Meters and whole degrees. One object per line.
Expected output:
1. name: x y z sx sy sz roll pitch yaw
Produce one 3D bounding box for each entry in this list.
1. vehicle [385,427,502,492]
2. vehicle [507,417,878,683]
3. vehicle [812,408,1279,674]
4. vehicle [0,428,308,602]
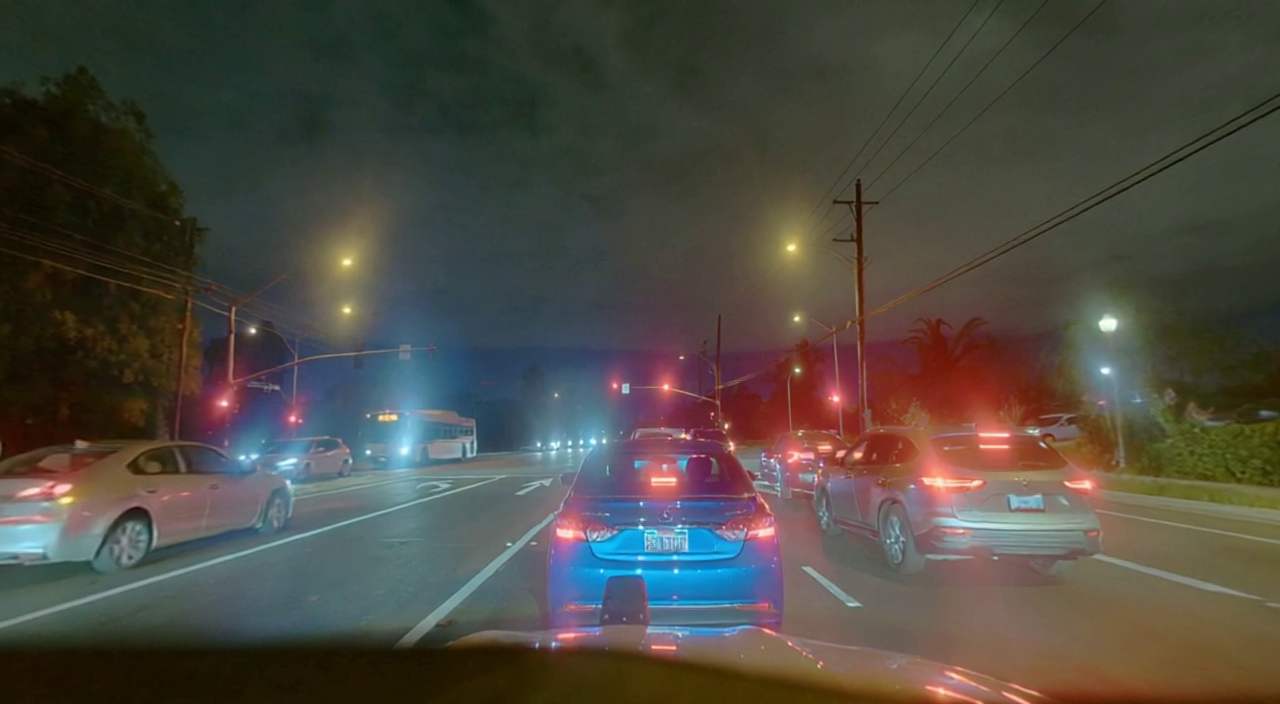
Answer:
1. vehicle: -6.263 3.490 20.895 2.070 1.824 5.196 -1 -8 2
2. vehicle: 0.277 1.415 5.642 2.109 1.483 3.964 0 -8 -1
3. vehicle: 3.121 1.397 5.797 1.870 1.523 4.096 0 -8 -1
4. vehicle: -6.414 1.758 7.853 1.955 1.497 4.639 -1 -8 1
